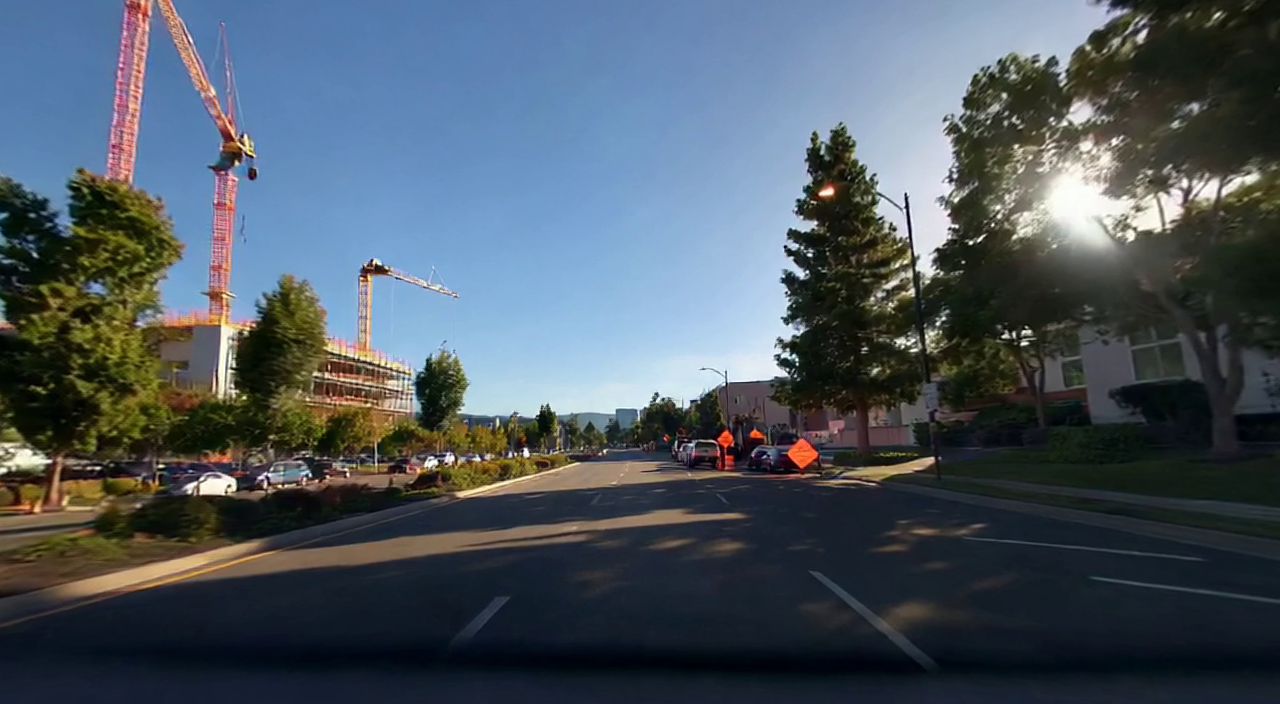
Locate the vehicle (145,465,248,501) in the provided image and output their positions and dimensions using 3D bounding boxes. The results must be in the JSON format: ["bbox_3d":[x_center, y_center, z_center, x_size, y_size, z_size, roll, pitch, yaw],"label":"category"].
[{"bbox_3d":[-21.669,6.391,31.045,1.847,1.445,4.441,0,-9,0],"label":"vehicle"}]

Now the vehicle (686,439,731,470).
[{"bbox_3d":[4.216,6.435,39.753,2.050,1.832,4.794,0,-9,-3],"label":"vehicle"}]

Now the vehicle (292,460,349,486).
[{"bbox_3d":[-21.891,8.268,43.418,1.832,1.583,4.083,0,-9,-1],"label":"vehicle"}]

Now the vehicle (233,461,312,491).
[{"bbox_3d":[-21.623,7.301,37.328,1.900,1.490,4.775,0,-9,-1],"label":"vehicle"}]

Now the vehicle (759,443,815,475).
[{"bbox_3d":[7.455,5.458,32.371,1.933,1.483,4.330,0,-9,1],"label":"vehicle"}]

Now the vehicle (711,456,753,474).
[{"bbox_3d":[4.941,6.076,34.005,1.973,0.903,2.151,-1,-9,2],"label":"vehicle"}]
